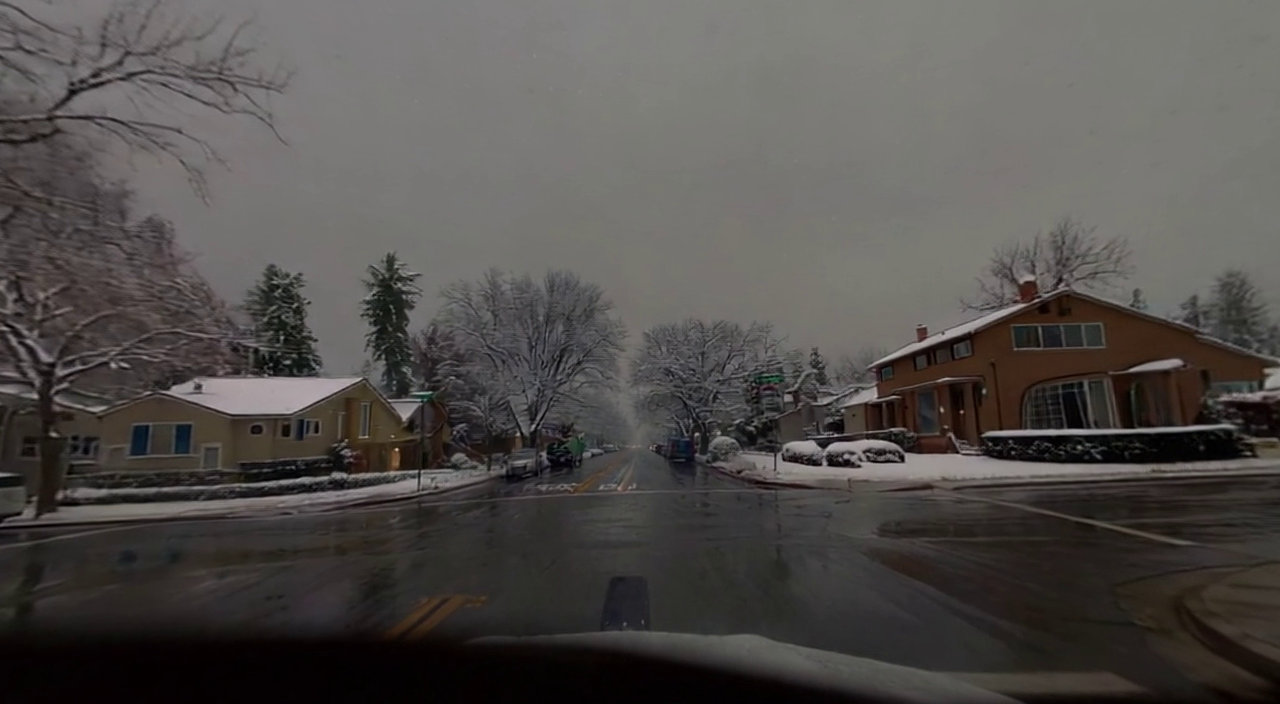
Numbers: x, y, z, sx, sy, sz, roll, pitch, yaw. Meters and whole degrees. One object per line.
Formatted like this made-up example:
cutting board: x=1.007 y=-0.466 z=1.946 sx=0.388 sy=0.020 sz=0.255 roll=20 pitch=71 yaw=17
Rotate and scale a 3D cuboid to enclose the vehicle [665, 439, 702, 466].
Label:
vehicle: x=2.931 y=6.887 z=43.475 sx=2.220 sy=1.753 sz=3.862 roll=0 pitch=-8 yaw=0
